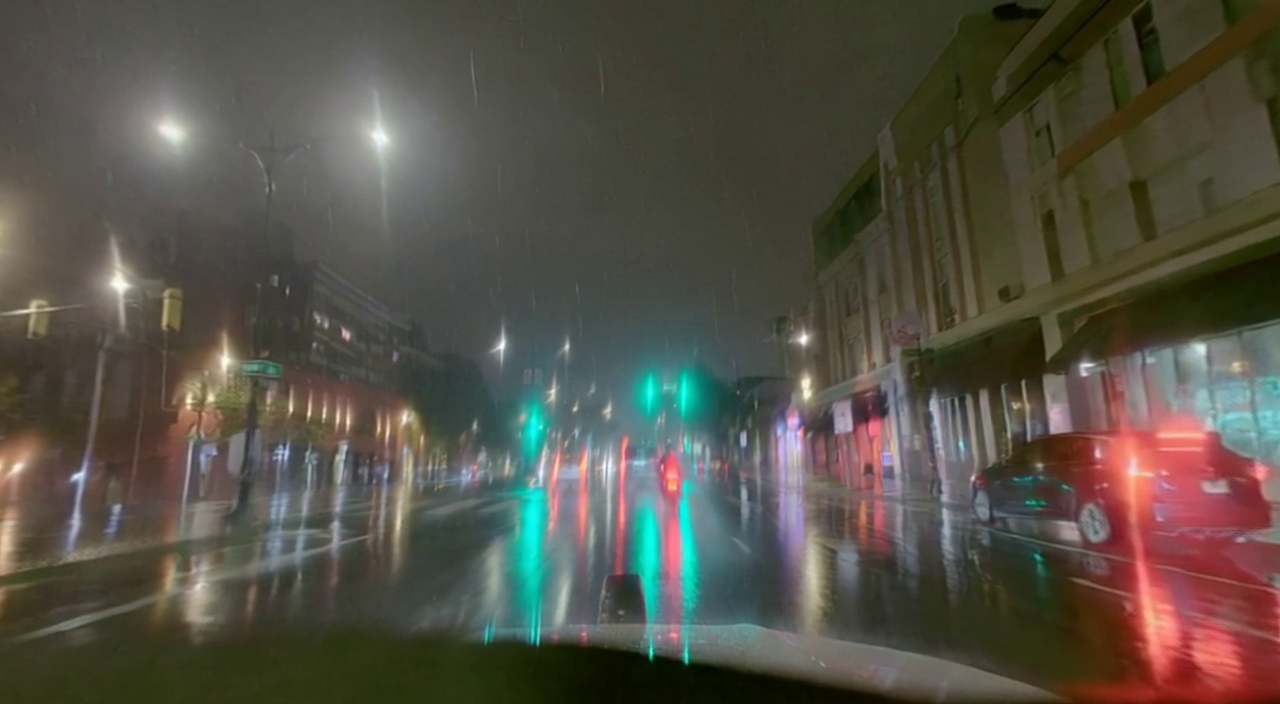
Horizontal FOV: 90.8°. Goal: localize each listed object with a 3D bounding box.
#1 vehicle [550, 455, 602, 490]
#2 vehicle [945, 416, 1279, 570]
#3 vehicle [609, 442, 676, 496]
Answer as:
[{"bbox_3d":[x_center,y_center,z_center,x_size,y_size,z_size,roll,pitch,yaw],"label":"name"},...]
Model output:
[{"bbox_3d":[-3.001,5.725,30.345,2.014,1.470,4.552,0,-9,0],"label":"vehicle"},{"bbox_3d":[7.163,2.028,9.974,2.018,1.772,4.968,0,-9,-2],"label":"vehicle"},{"bbox_3d":[0.019,4.223,23.245,2.223,1.775,4.250,0,-9,-2],"label":"vehicle"}]
